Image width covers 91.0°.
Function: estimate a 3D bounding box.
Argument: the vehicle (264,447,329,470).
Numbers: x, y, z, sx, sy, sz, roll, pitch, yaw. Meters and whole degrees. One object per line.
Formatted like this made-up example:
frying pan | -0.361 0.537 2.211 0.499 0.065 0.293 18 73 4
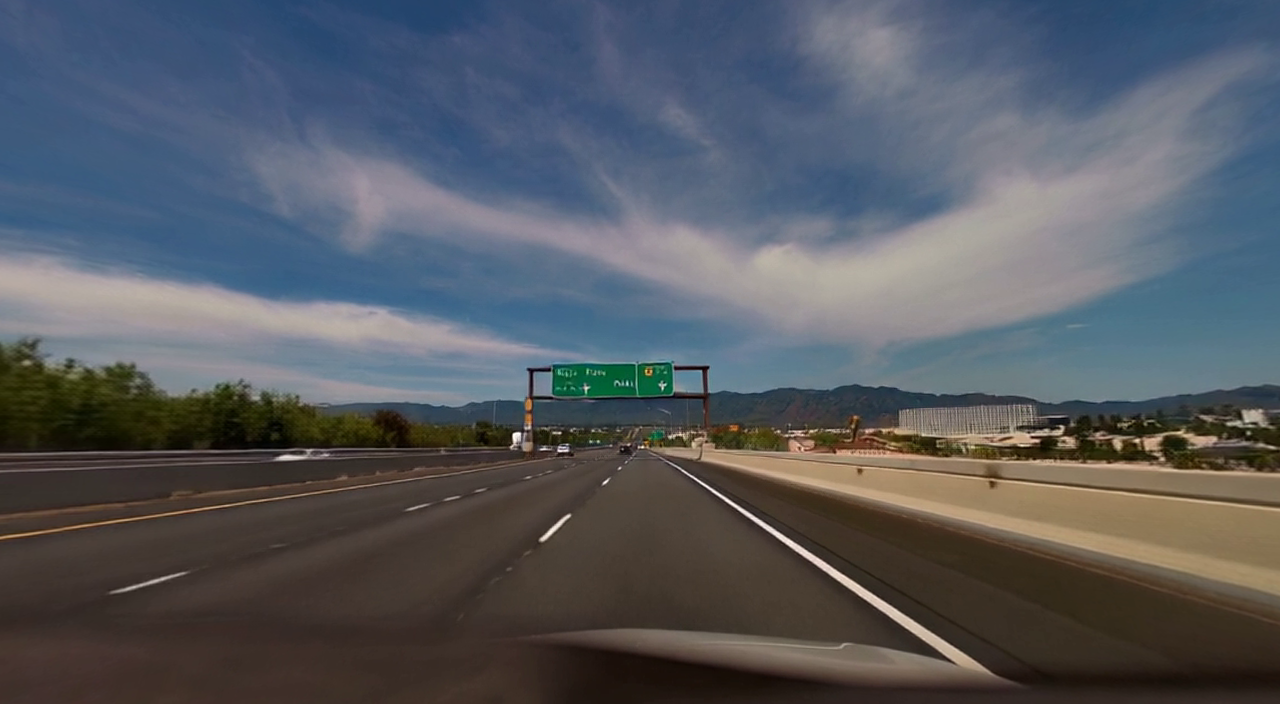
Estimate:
vehicle | -23.848 7.400 43.902 1.878 1.498 4.496 0 -9 1
